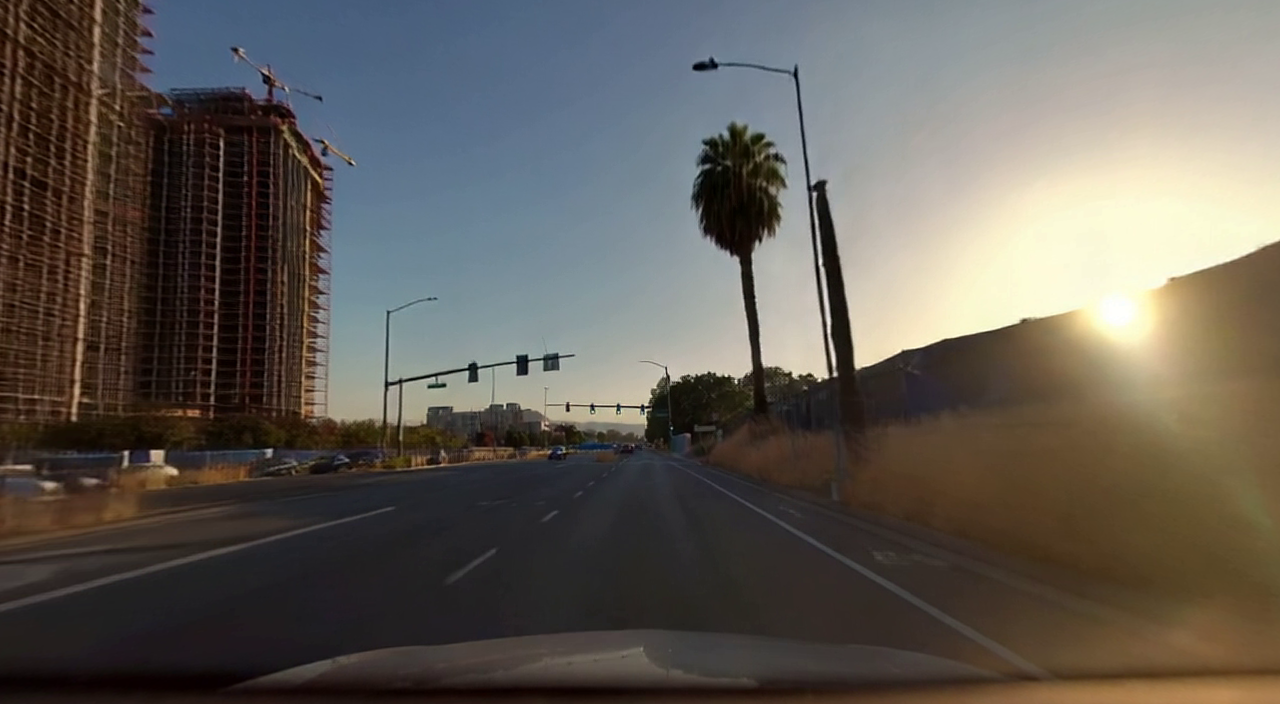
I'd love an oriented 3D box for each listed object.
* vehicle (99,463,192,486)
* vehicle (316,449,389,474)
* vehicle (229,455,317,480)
[{"bbox_3d":[-30.198,7.499,38.625,4.101,1.243,1.698,3,-9,-23],"label":"vehicle"},{"bbox_3d":[-21.110,8.049,46.486,2.050,1.686,4.593,-4,-9,25],"label":"vehicle"},{"bbox_3d":[-24.478,7.657,42.147,1.790,1.484,4.651,-7,-11,39],"label":"vehicle"}]
